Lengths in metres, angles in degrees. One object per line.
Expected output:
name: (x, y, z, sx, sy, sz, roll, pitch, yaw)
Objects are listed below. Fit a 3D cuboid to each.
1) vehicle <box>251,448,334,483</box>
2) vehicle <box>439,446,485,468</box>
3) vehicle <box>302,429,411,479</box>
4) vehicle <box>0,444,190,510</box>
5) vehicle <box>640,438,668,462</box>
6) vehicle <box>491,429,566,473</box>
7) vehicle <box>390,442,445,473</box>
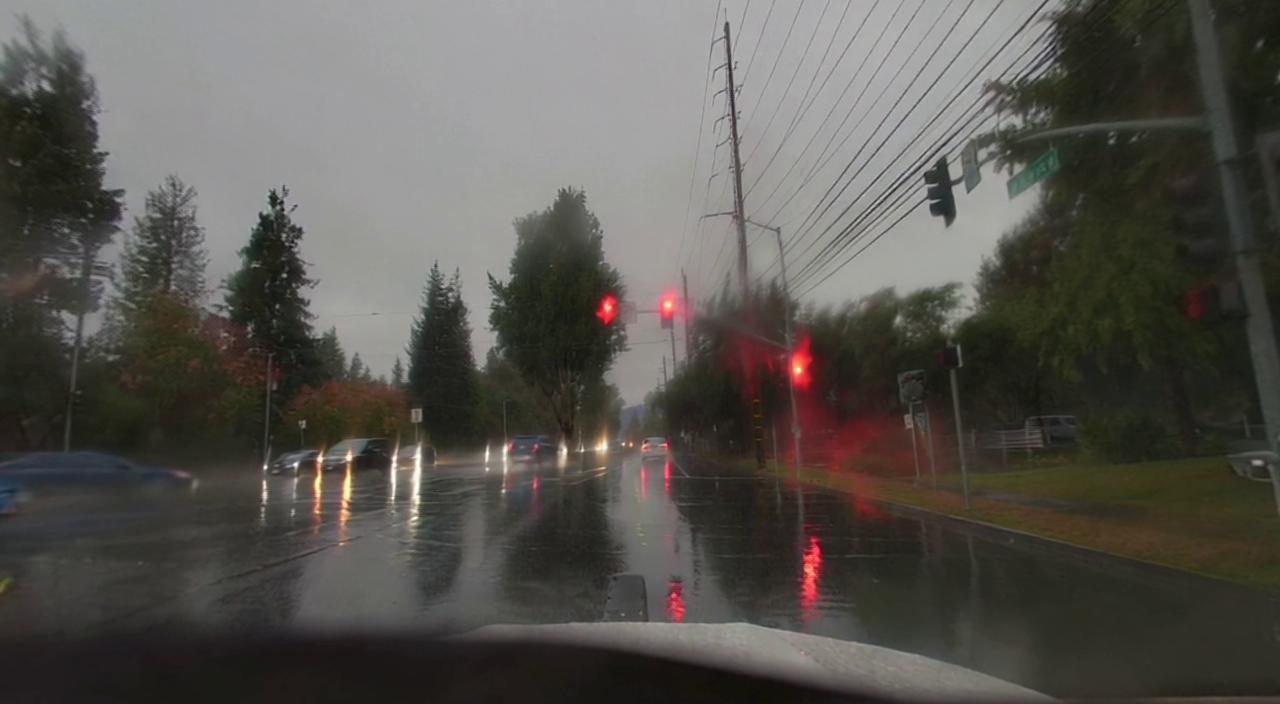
vehicle: (-17.089, 5.605, 31.115, 1.942, 1.477, 3.957, -4, -9, -1)
vehicle: (-12.666, 7.452, 44.899, 1.841, 1.477, 4.485, -1, -8, 2)
vehicle: (-13.124, 4.767, 29.622, 2.350, 2.104, 5.828, 0, -8, 1)
vehicle: (-14.337, 3.092, 15.928, 4.603, 1.482, 1.904, 6, -10, -35)
vehicle: (1.037, 7.322, 47.152, 2.010, 1.681, 4.682, 0, -8, 1)
vehicle: (-5.435, 4.920, 31.298, 2.175, 1.957, 4.686, -2, -9, 10)
vehicle: (-13.233, 6.303, 37.628, 1.772, 1.647, 4.221, -4, -9, 0)
